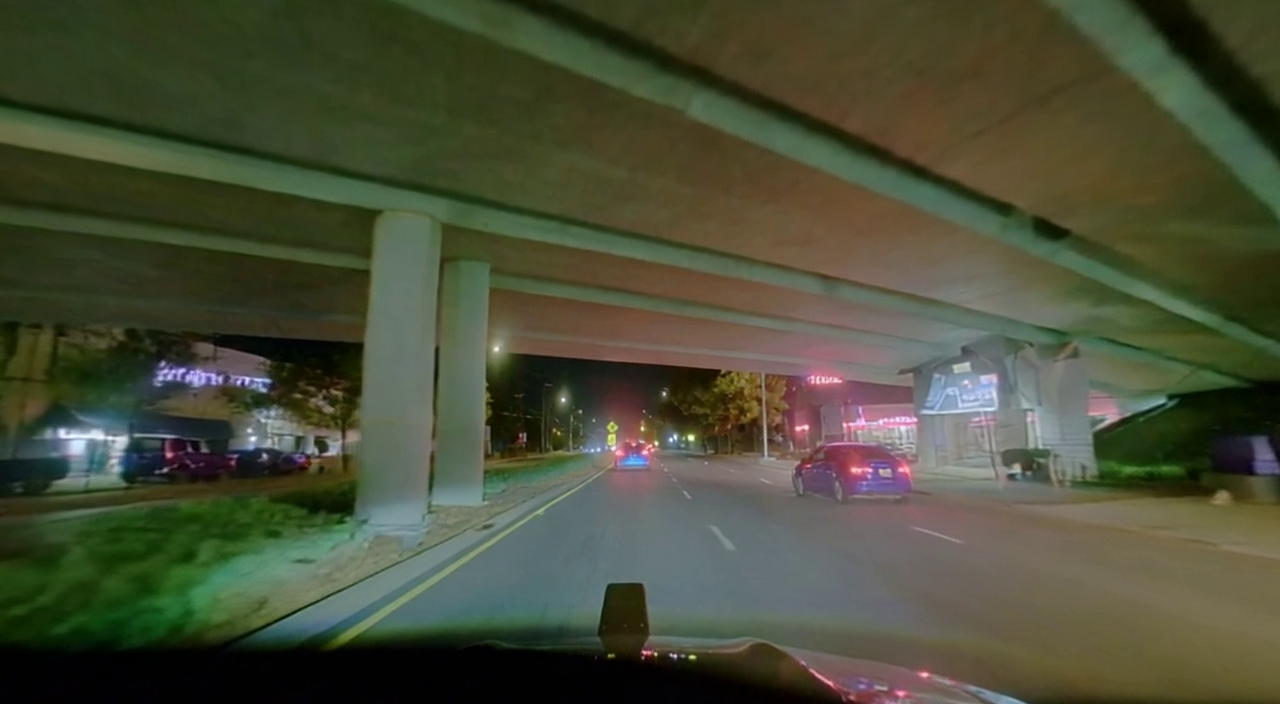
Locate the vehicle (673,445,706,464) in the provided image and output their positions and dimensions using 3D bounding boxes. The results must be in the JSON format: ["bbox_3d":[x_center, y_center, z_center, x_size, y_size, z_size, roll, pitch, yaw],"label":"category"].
[{"bbox_3d":[3.705,7.815,48.269,2.126,1.375,4.241,0,-8,-1],"label":"vehicle"}]

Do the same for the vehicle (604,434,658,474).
[{"bbox_3d":[-0.401,4.994,31.070,2.441,1.813,4.581,0,-8,0],"label":"vehicle"}]

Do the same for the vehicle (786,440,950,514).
[{"bbox_3d":[5.183,2.886,15.160,1.954,1.479,4.557,1,-8,-4],"label":"vehicle"}]

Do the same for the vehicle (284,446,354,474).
[{"bbox_3d":[-19.382,6.520,38.296,1.913,1.612,4.505,0,-8,0],"label":"vehicle"}]

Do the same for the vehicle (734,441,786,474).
[{"bbox_3d":[6.528,5.782,34.732,1.974,1.663,4.299,0,-8,-1],"label":"vehicle"}]

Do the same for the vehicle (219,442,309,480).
[{"bbox_3d":[-19.712,5.701,33.294,1.989,1.820,4.427,0,-8,-1],"label":"vehicle"}]

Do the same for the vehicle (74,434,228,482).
[{"bbox_3d":[-25.341,5.518,33.280,2.510,2.180,7.492,0,-9,-4],"label":"vehicle"}]
